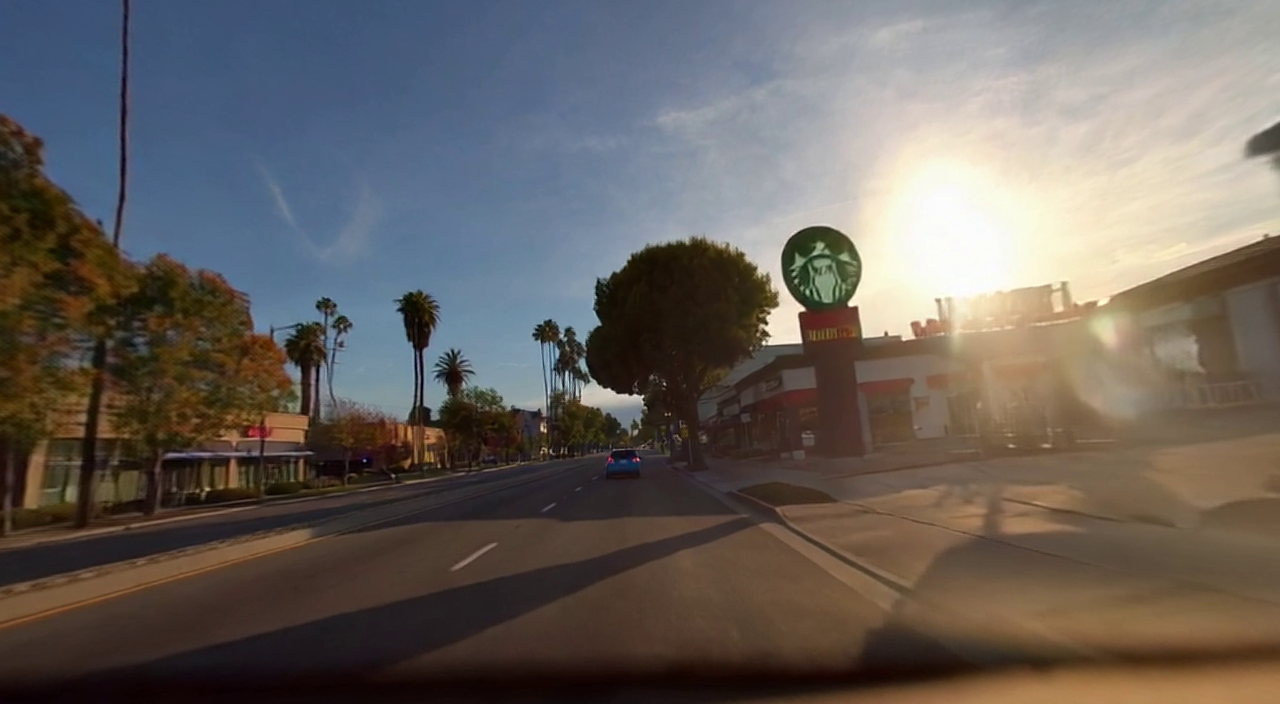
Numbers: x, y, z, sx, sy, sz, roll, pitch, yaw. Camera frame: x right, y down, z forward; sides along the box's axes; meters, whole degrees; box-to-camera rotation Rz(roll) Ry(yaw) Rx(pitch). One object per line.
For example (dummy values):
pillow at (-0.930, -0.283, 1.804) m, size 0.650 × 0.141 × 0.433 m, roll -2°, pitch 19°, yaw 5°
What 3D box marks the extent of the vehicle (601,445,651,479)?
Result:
vehicle at (-0.623, 5.136, 29.779) m, size 2.156 × 1.462 × 4.495 m, roll 0°, pitch -8°, yaw 0°
